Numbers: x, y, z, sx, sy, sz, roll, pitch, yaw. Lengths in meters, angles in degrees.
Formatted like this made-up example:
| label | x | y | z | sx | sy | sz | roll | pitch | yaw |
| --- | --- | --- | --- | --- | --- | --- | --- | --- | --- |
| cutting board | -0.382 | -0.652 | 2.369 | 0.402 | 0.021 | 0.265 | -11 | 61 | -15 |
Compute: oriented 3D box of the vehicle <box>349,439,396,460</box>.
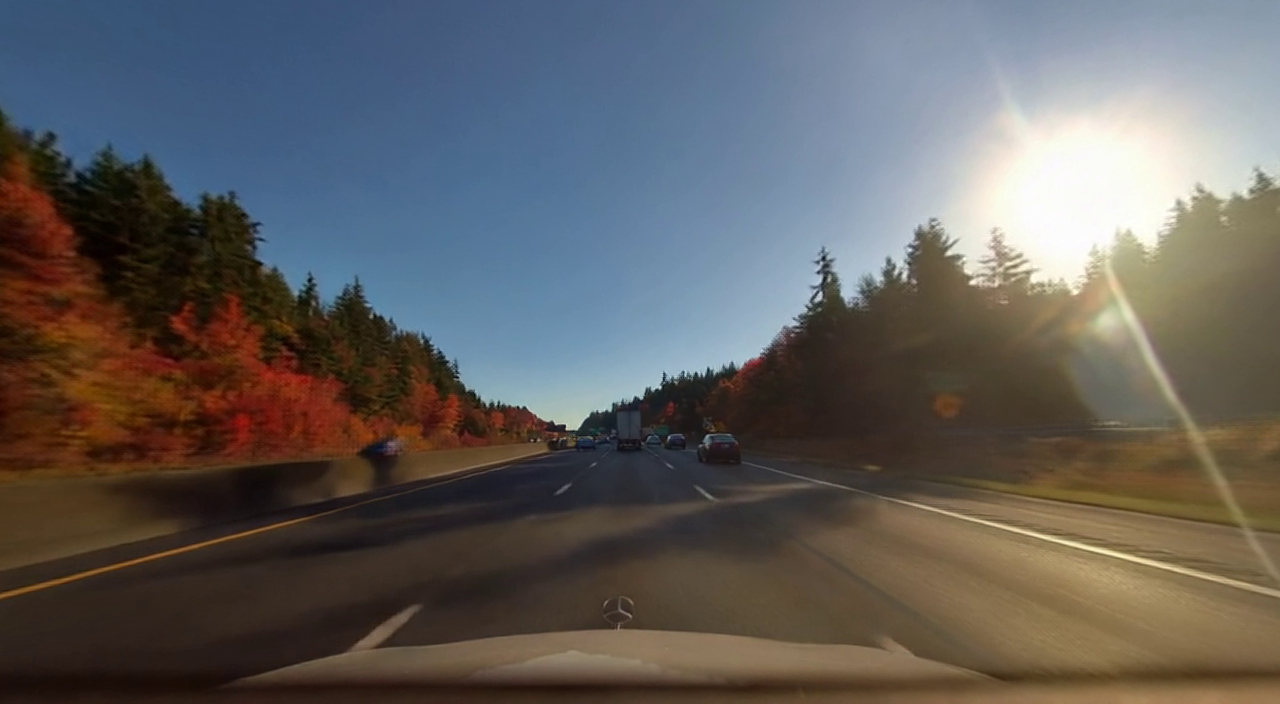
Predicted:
| label | x | y | z | sx | sy | sz | roll | pitch | yaw |
| --- | --- | --- | --- | --- | --- | --- | --- | --- | --- |
| vehicle | -20.730 | 7.572 | 48.892 | 1.834 | 1.514 | 4.187 | 0 | -8 | 0 |

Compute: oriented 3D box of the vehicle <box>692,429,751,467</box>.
| label | x | y | z | sx | sy | sz | roll | pitch | yaw |
| --- | --- | --- | --- | --- | --- | --- | --- | --- | --- |
| vehicle | 3.423 | 4.124 | 27.152 | 1.882 | 1.492 | 3.958 | 0 | -8 | -2 |
